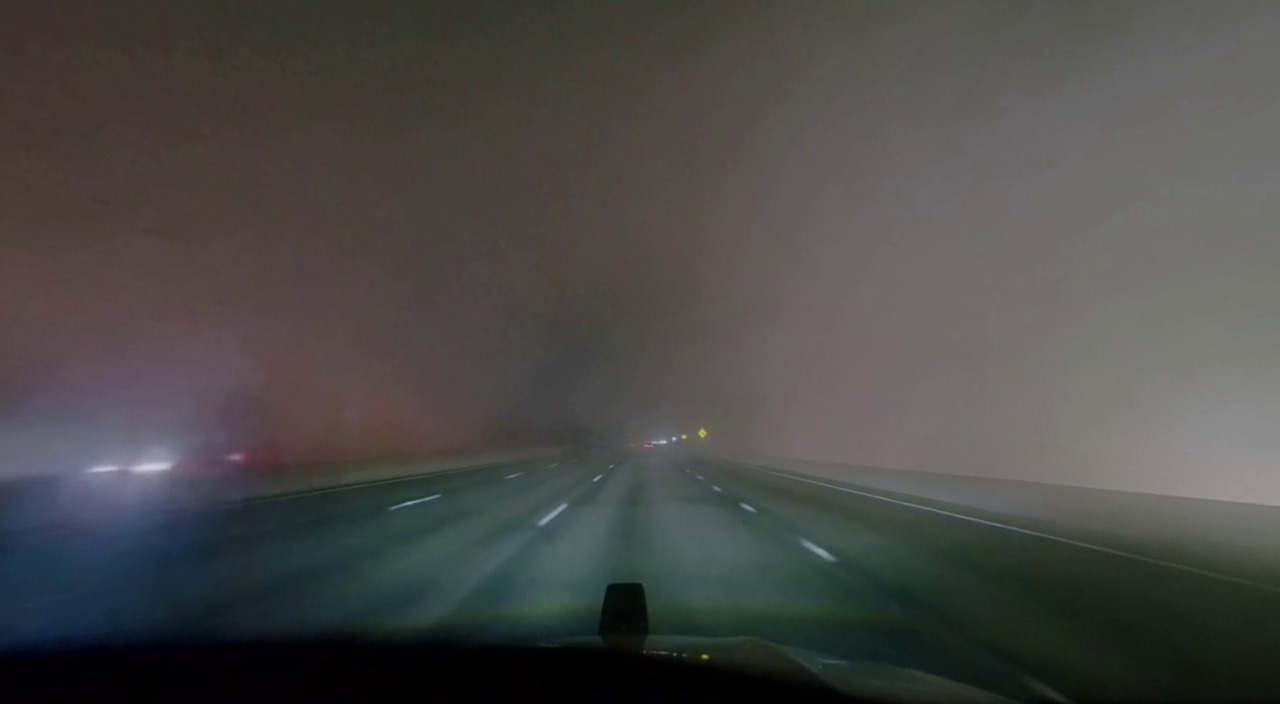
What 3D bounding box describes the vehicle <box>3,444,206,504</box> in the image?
[{"bbox_3d":[-15.752,3.554,18.940,1.969,1.565,4.592,0,-8,1],"label":"vehicle"}]
